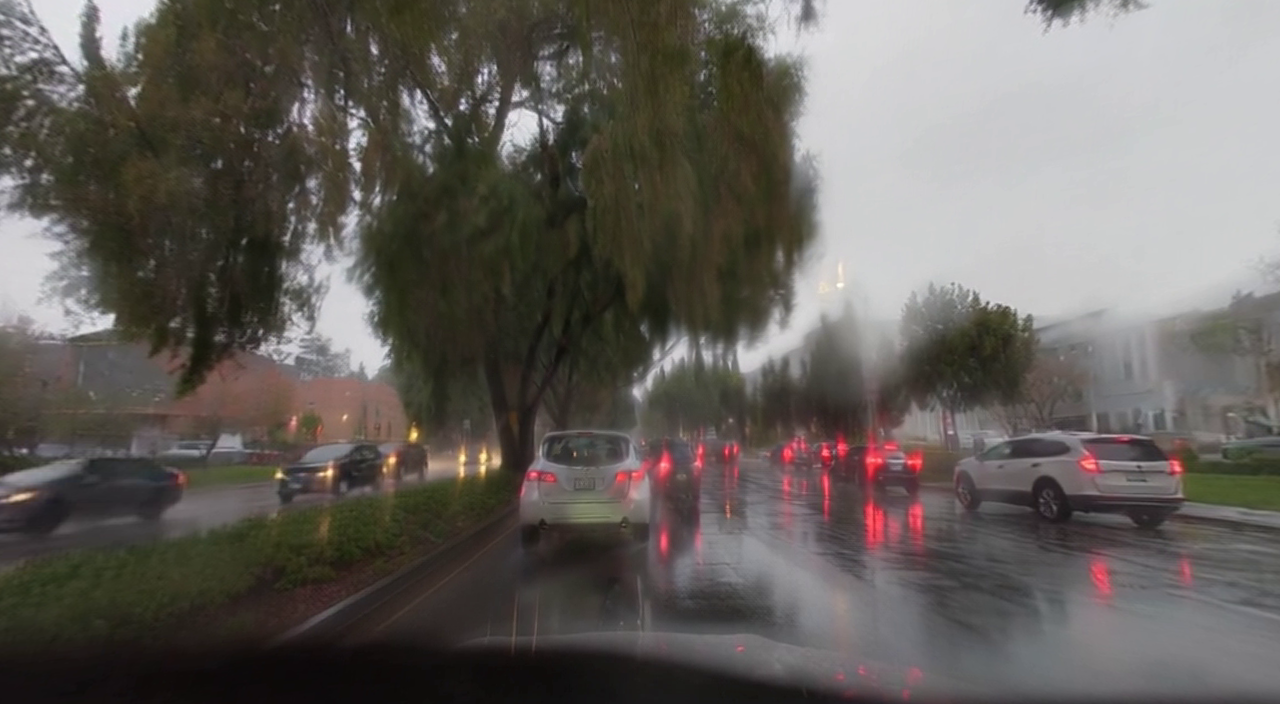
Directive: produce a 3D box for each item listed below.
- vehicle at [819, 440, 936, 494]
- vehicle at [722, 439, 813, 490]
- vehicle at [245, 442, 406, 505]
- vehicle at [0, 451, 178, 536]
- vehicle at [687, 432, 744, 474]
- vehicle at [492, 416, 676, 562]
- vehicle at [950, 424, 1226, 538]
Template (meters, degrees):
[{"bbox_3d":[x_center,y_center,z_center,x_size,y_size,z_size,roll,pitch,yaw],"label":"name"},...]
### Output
[{"bbox_3d":[7.249,3.545,19.821,1.977,1.485,4.308,0,-8,0],"label":"vehicle"},{"bbox_3d":[4.045,3.639,20.848,2.175,1.477,4.520,0,-8,1],"label":"vehicle"},{"bbox_3d":[-8.351,3.246,17.383,2.039,1.466,4.553,0,-8,1],"label":"vehicle"},{"bbox_3d":[-11.993,2.744,12.783,1.866,1.404,4.507,0,-8,0],"label":"vehicle"},{"bbox_3d":[3.563,4.862,30.609,2.114,1.846,4.659,0,-8,-1],"label":"vehicle"},{"bbox_3d":[-0.798,1.850,9.212,2.106,1.655,3.717,1,-8,-5],"label":"vehicle"},{"bbox_3d":[7.889,2.277,11.832,2.168,1.709,4.289,-1,-8,3],"label":"vehicle"}]
